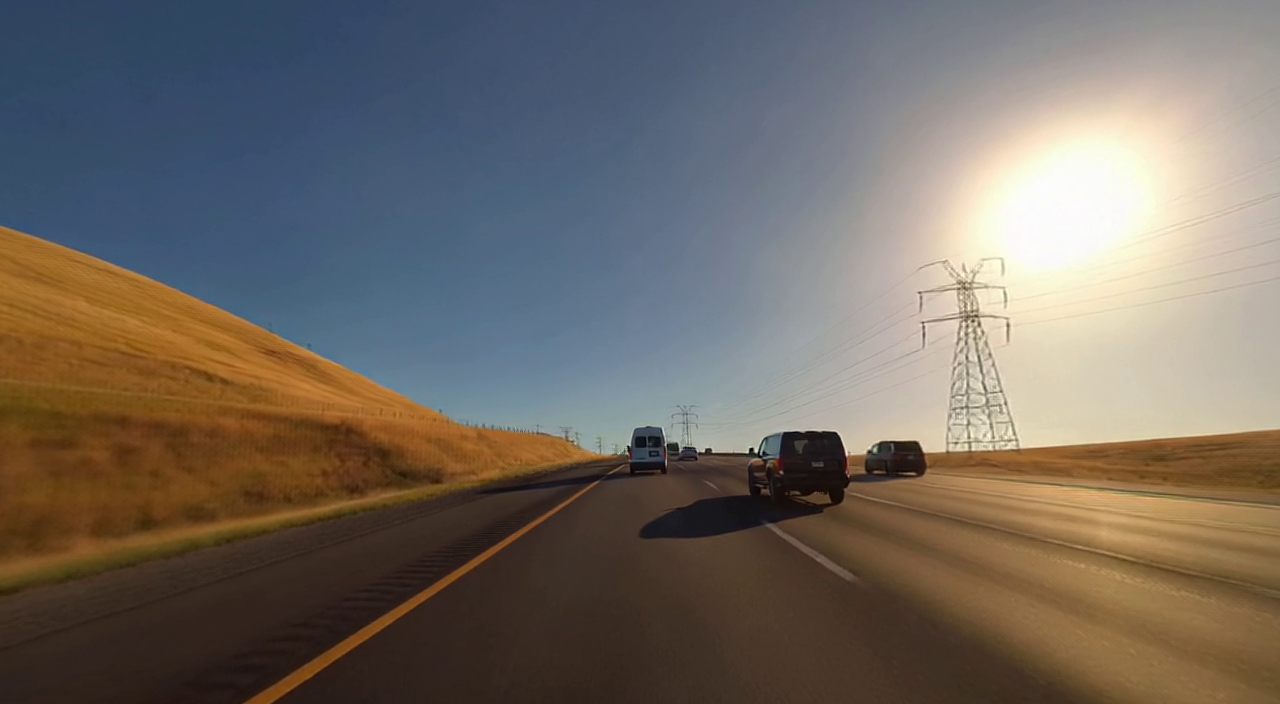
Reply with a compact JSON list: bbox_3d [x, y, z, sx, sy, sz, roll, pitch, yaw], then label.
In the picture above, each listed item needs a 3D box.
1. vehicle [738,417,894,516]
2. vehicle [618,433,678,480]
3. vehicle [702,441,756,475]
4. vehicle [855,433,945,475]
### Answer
[{"bbox_3d":[3.629,2.457,14.033,2.139,1.821,4.480,0,-8,0],"label":"vehicle"},{"bbox_3d":[0.335,4.292,26.184,2.268,1.772,4.523,0,-8,1],"label":"vehicle"},{"bbox_3d":[4.106,4.959,29.793,1.938,1.466,4.356,0,-8,0],"label":"vehicle"},{"bbox_3d":[11.321,4.473,27.890,2.087,1.681,4.589,0,-8,1],"label":"vehicle"}]
